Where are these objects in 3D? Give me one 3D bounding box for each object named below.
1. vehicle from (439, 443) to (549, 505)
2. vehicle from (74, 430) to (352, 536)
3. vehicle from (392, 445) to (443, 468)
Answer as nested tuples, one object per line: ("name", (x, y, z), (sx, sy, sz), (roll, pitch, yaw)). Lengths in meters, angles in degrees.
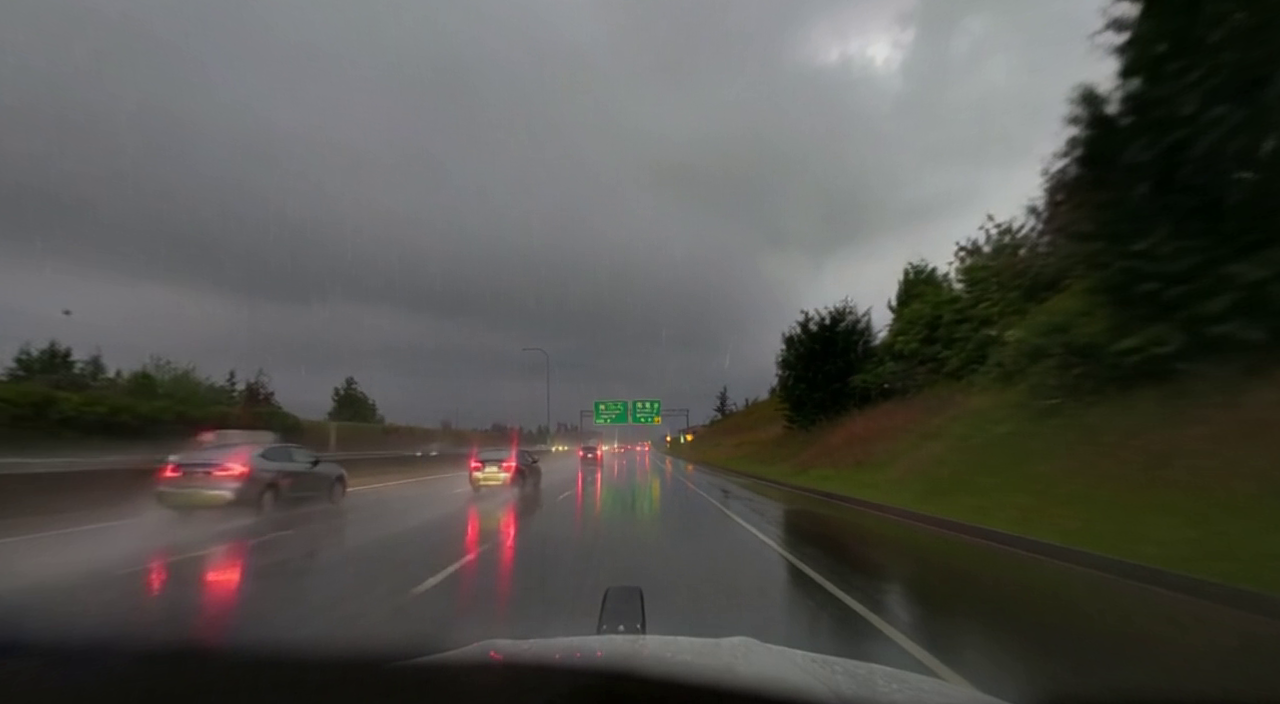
("vehicle", (-3.684, 3.151, 16.684), (1.924, 1.436, 3.915), (0, -9, 1))
("vehicle", (-7.352, 2.289, 11.571), (2.091, 1.558, 4.220), (0, -9, 0))
("vehicle", (-15.670, 7.402, 44.657), (1.846, 1.513, 4.632), (0, -9, 0))
